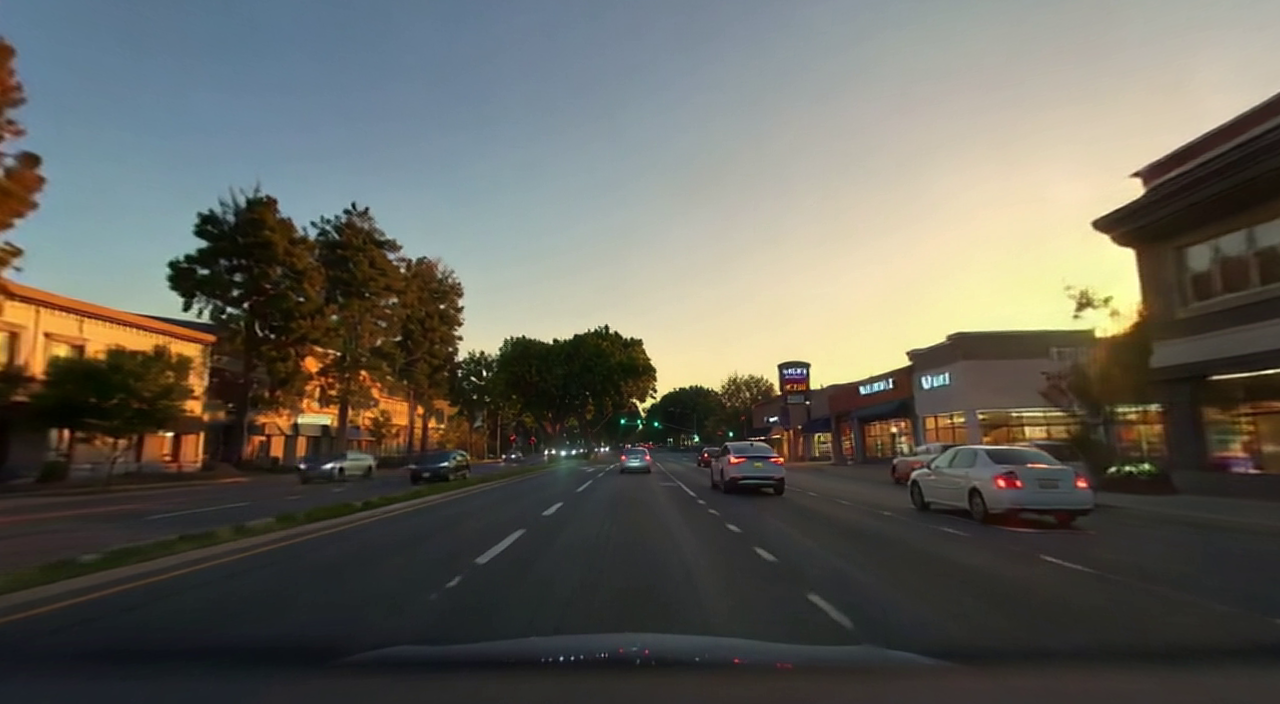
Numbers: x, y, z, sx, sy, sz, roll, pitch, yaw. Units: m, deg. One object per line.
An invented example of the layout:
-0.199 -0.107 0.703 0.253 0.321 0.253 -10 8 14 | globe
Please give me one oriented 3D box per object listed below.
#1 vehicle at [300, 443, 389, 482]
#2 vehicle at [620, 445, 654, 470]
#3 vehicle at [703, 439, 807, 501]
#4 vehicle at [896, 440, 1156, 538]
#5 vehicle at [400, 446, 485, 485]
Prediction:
-15.421 5.762 33.350 2.060 1.831 5.414 0 -8 0 | vehicle
-0.158 6.771 40.698 2.052 1.461 4.324 0 -8 0 | vehicle
3.134 3.314 18.282 2.072 1.545 4.578 0 -8 -1 | vehicle
6.735 2.396 11.814 1.952 1.449 4.544 0 -8 -1 | vehicle
-8.307 4.777 27.048 2.050 1.499 4.816 0 -8 1 | vehicle
